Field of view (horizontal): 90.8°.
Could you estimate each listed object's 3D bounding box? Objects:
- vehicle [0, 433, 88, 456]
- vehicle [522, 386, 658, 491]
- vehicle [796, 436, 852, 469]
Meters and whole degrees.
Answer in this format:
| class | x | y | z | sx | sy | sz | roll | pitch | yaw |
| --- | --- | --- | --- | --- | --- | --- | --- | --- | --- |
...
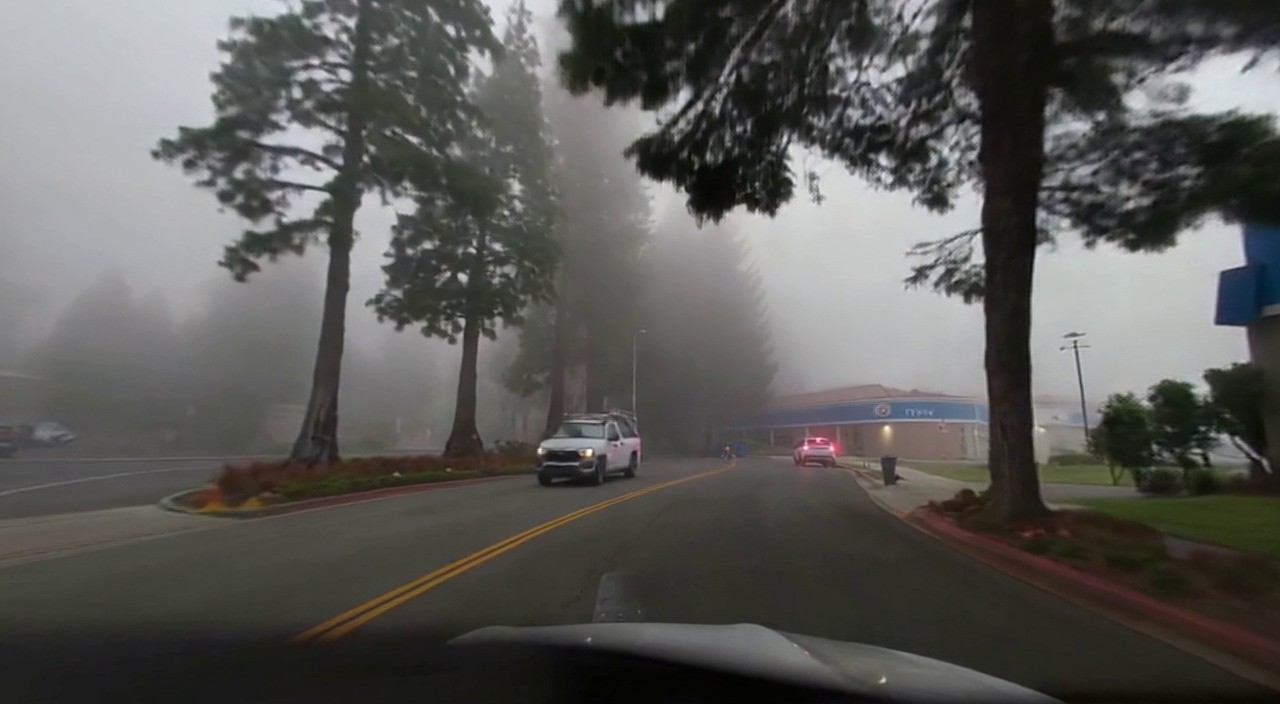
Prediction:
| class | x | y | z | sx | sy | sz | roll | pitch | yaw |
| --- | --- | --- | --- | --- | --- | --- | --- | --- | --- |
| vehicle | -43.820 | 6.731 | 45.967 | 5.069 | 1.627 | 1.868 | 4 | -10 | -29 |
| vehicle | -1.294 | 2.824 | 20.425 | 2.674 | 2.815 | 6.582 | -2 | -9 | 11 |
| vehicle | 10.566 | 5.828 | 36.724 | 2.292 | 1.767 | 5.128 | -1 | -9 | 7 |
